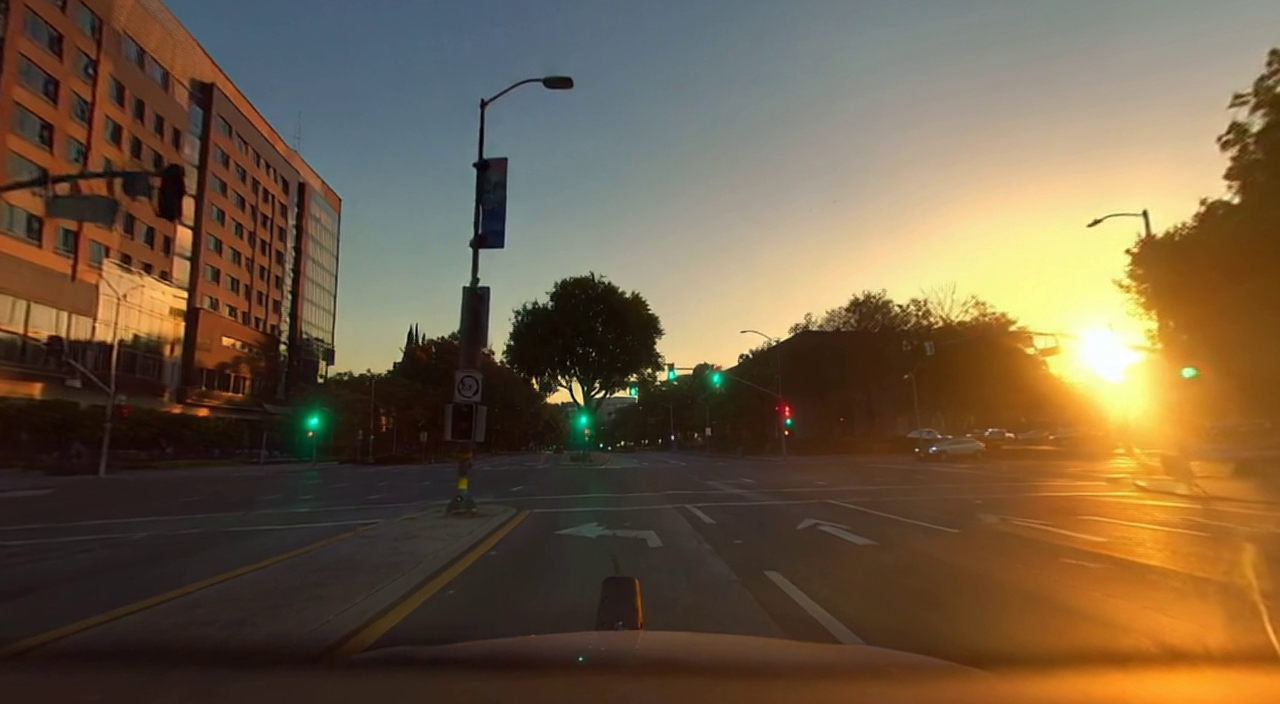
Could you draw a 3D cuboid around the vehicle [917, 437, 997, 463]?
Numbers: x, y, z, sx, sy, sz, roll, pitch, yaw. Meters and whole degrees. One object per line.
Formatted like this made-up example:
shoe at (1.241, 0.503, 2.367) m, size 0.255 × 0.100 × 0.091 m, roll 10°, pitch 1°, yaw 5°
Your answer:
vehicle at (21.191, 6.543, 42.106) m, size 4.769 × 1.634 × 1.884 m, roll 3°, pitch -9°, yaw -20°
